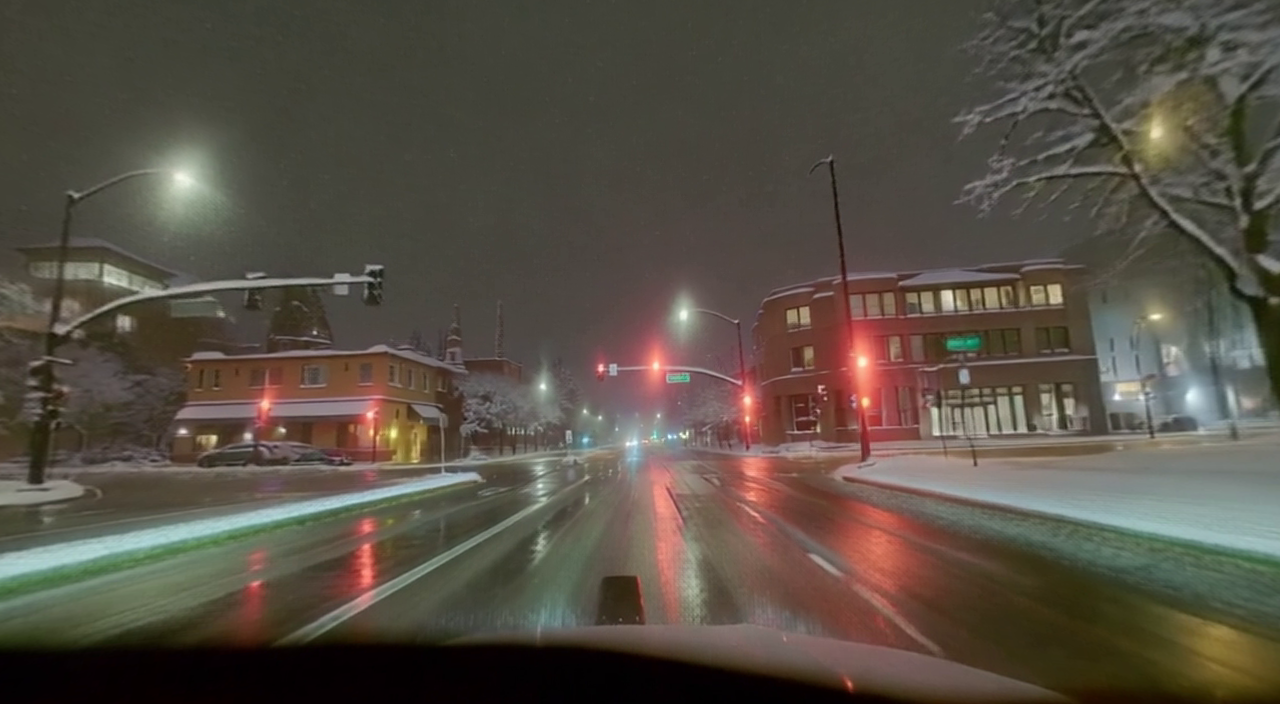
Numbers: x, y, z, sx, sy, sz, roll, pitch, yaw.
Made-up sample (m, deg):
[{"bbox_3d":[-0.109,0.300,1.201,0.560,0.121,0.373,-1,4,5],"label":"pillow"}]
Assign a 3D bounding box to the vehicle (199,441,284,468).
[{"bbox_3d":[-27.947,7.177,44.295,4.603,1.666,1.972,-2,-7,-5],"label":"vehicle"}]
